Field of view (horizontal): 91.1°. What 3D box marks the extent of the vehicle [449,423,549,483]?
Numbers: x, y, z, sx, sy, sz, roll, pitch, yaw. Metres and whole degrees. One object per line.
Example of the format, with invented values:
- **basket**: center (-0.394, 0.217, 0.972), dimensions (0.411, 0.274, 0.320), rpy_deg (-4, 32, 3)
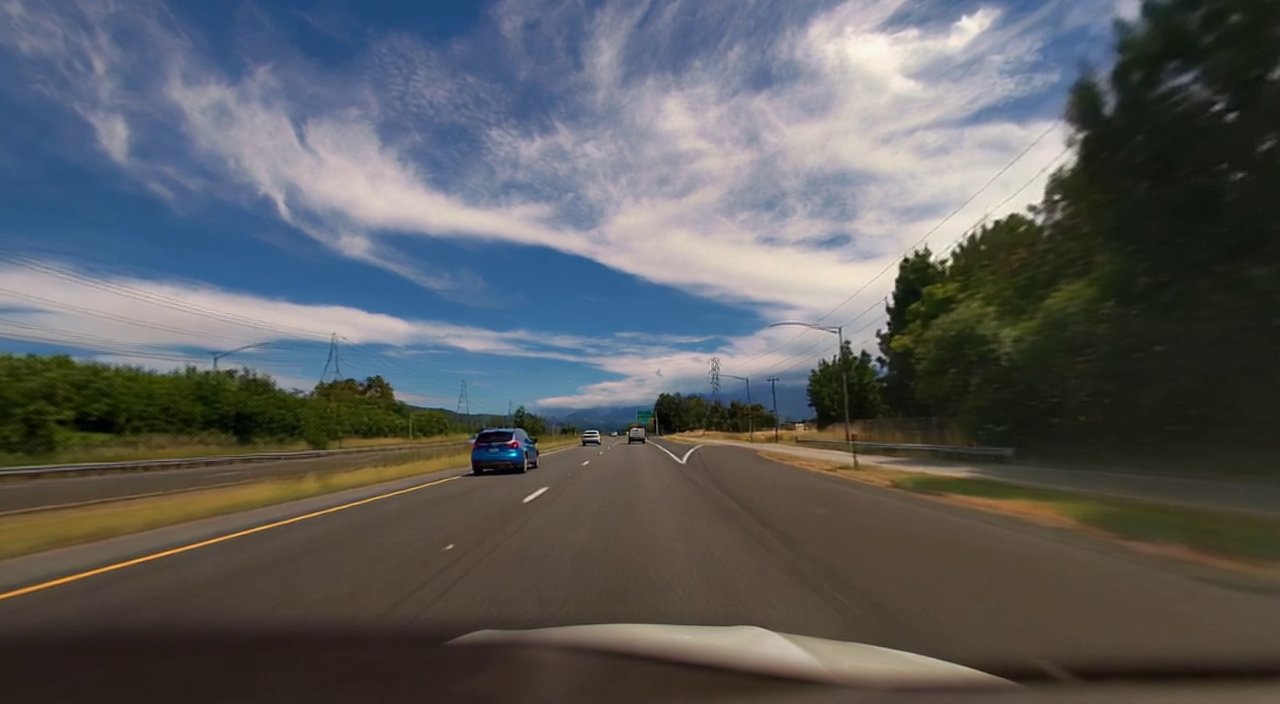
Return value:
- **vehicle**: center (-4.036, 2.955, 18.786), dimensions (2.023, 1.580, 4.259), rpy_deg (0, -8, 0)
